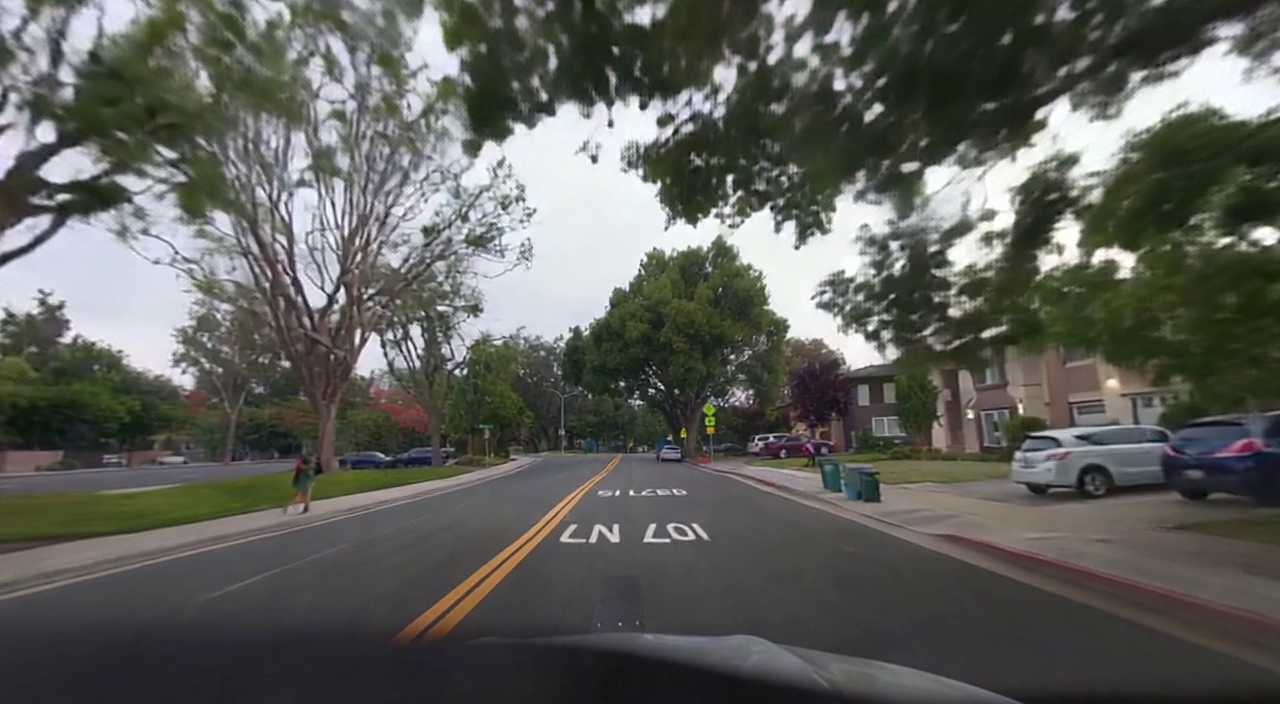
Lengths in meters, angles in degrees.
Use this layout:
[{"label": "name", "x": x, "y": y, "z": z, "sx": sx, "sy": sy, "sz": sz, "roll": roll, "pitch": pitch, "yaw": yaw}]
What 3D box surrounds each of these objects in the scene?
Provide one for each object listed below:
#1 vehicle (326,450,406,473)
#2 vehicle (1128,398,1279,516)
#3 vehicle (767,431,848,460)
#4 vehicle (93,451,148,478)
[{"label": "vehicle", "x": -19.132, "y": 7.659, "z": 44.253, "sx": 4.691, "sy": 1.483, "sz": 1.955, "roll": 8, "pitch": -12, "yaw": -44}, {"label": "vehicle", "x": 10.576, "y": 1.584, "z": 10.100, "sx": 3.933, "sy": 1.645, "sz": 1.832, "roll": -2, "pitch": -8, "yaw": -2}, {"label": "vehicle", "x": 11.074, "y": 6.237, "z": 42.031, "sx": 4.750, "sy": 1.658, "sz": 1.902, "roll": -2, "pitch": -10, "yaw": 0}, {"label": "vehicle", "x": -35.899, "y": 7.782, "z": 43.626, "sx": 4.938, "sy": 1.720, "sz": 1.926, "roll": -9, "pitch": -14, "yaw": 40}]
